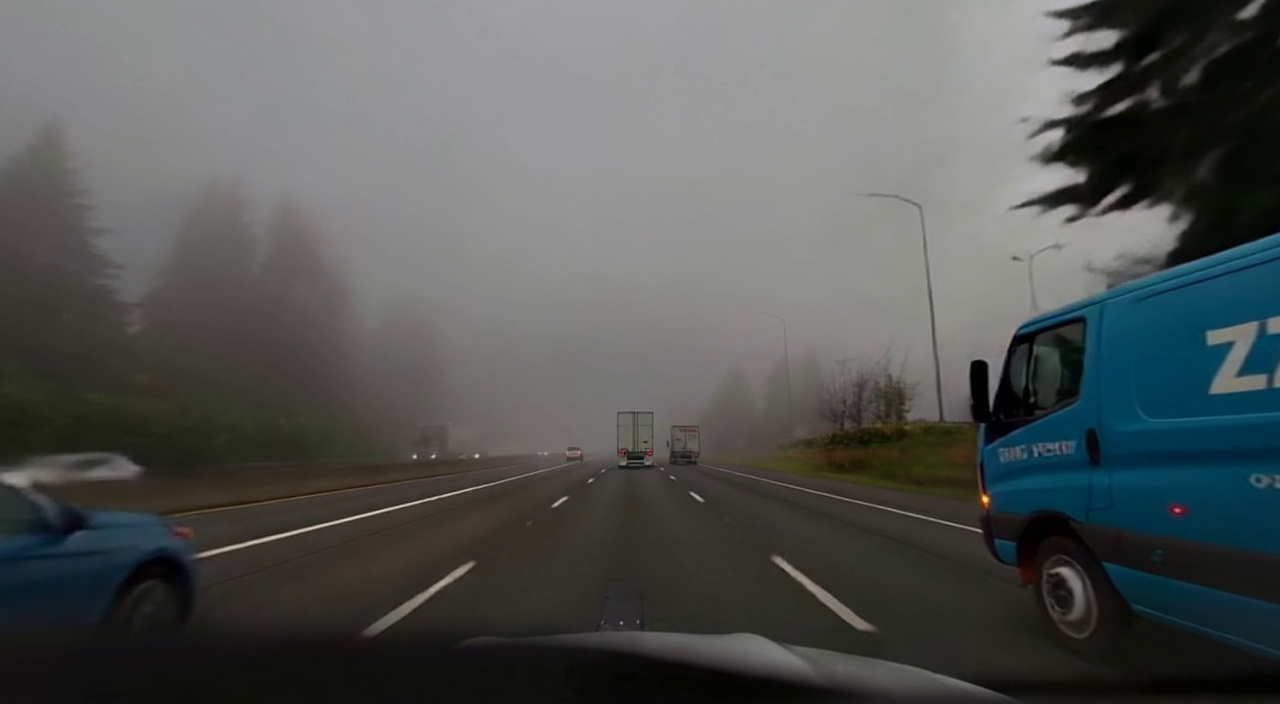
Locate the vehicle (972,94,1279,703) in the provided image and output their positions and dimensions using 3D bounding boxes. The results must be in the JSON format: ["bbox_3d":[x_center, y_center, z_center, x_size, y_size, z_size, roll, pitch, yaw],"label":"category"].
[{"bbox_3d":[3.671,0.205,1.466,2.338,2.690,6.025,0,-9,-1],"label":"vehicle"}]

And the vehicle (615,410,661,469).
[{"bbox_3d":[-0.188,6.947,49.519,3.201,4.019,10.918,0,-9,0],"label":"vehicle"}]

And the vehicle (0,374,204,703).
[{"bbox_3d":[-3.773,0.754,1.529,2.175,1.646,4.525,0,-9,0],"label":"vehicle"}]
